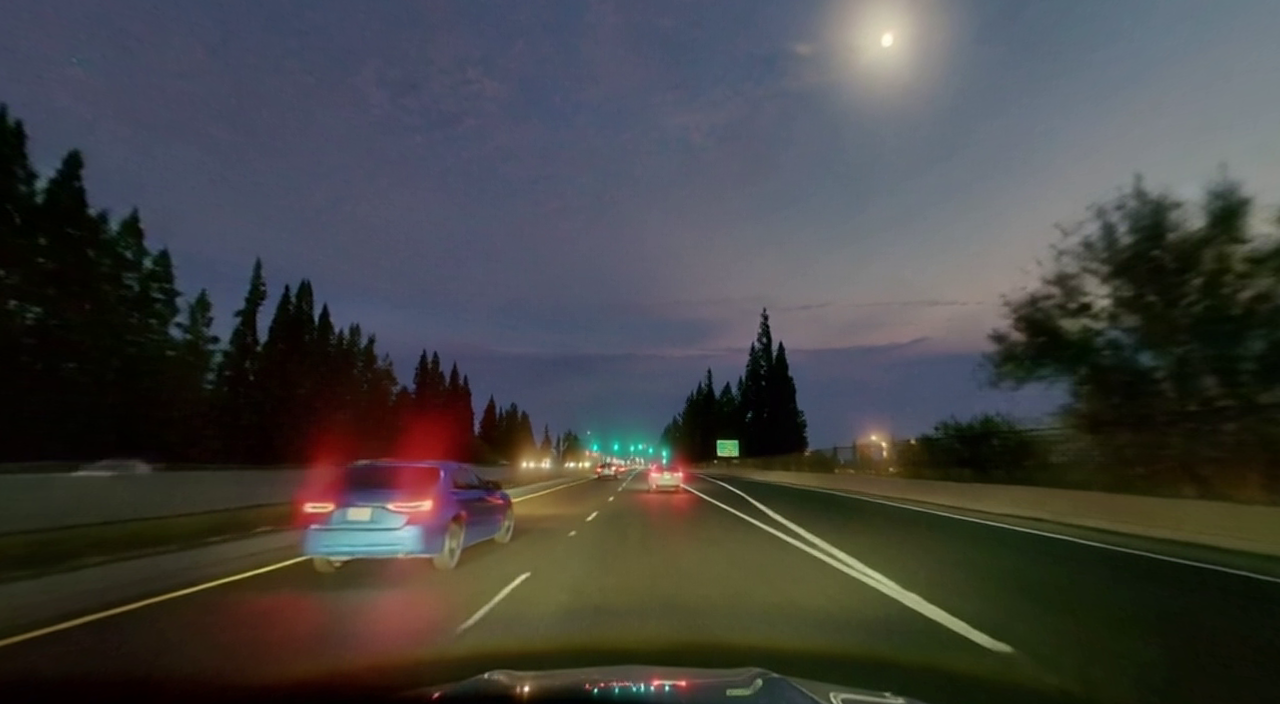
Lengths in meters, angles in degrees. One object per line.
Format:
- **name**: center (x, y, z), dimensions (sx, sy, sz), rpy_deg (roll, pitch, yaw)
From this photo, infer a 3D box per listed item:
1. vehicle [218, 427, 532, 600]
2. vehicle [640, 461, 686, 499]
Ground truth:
- **vehicle**: center (-3.050, 2.040, 8.691), dimensions (2.176, 1.678, 4.724), rpy_deg (0, -11, 1)
- **vehicle**: center (0.993, 5.792, 28.688), dimensions (1.905, 1.559, 3.491), rpy_deg (1, -11, -1)
